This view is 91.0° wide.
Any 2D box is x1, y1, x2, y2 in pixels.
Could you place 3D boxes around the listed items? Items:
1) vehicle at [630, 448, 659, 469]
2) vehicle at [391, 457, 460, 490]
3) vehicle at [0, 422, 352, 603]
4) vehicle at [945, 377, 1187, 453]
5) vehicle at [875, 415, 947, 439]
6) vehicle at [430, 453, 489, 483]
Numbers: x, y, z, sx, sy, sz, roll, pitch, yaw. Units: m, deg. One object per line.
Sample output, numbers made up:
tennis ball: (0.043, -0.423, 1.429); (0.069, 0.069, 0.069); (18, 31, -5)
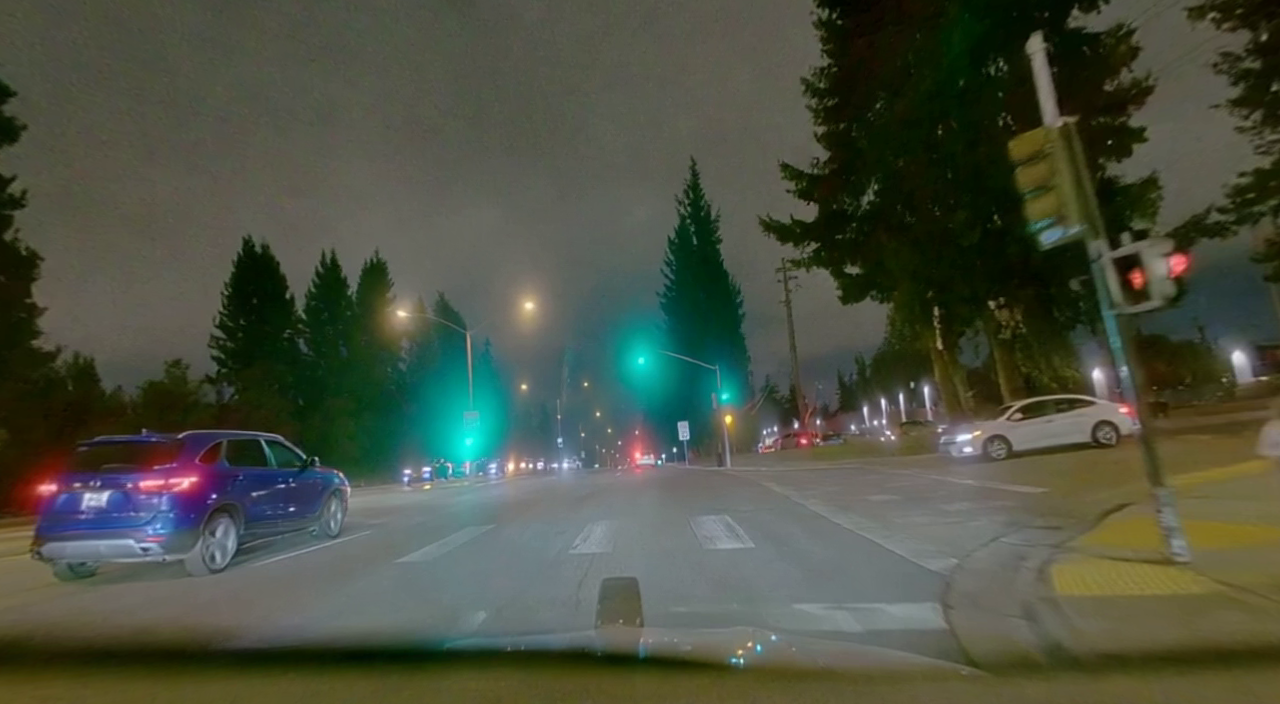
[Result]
vehicle: (0.281, 8.012, 47.439); (2.091, 1.494, 3.962); (0, -8, -1)
vehicle: (-11.447, 6.557, 33.956); (2.149, 1.527, 4.691); (-1, -11, -1)
vehicle: (-6.155, 2.049, 8.984); (2.027, 1.908, 4.273); (0, -9, 0)
vehicle: (12.137, 1.862, 18.252); (5.357, 1.845, 2.151); (-2, -8, -1)
vehicle: (19.004, 5.328, 44.380); (1.947, 1.477, 4.661); (7, -9, -20)
vehicle: (-12.059, 7.788, 42.555); (2.167, 1.799, 5.682); (0, -9, 1)
